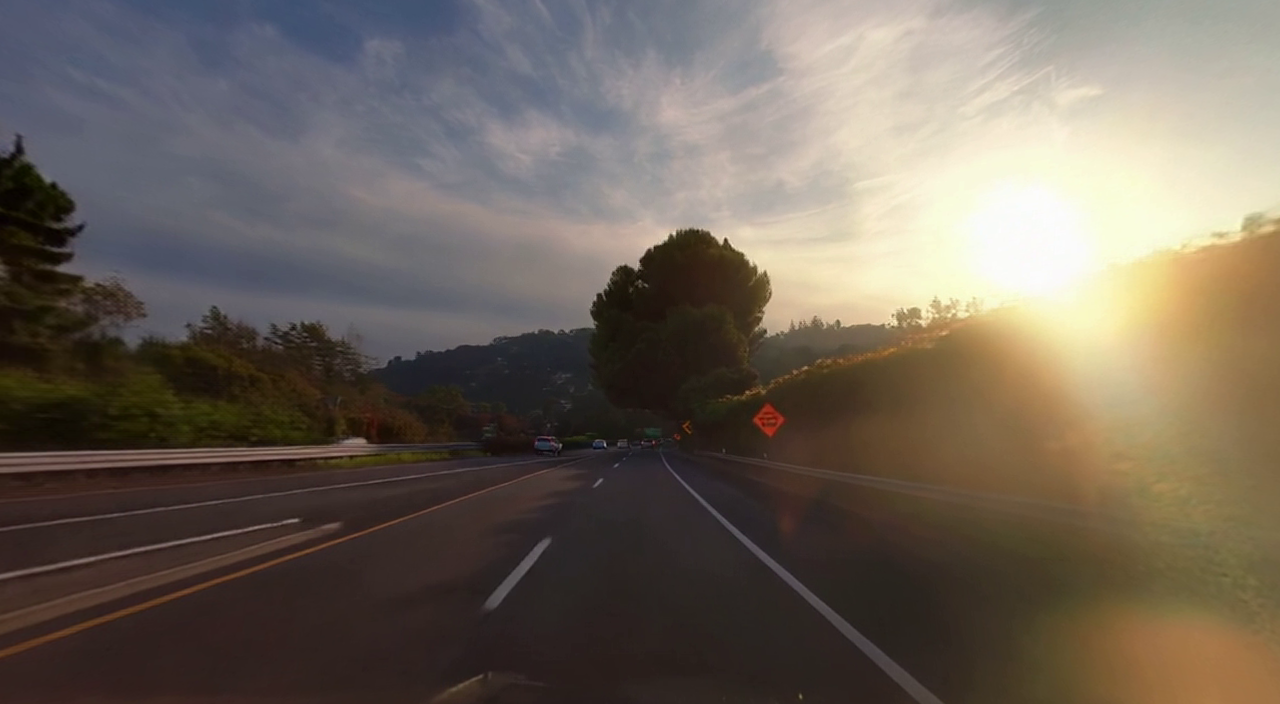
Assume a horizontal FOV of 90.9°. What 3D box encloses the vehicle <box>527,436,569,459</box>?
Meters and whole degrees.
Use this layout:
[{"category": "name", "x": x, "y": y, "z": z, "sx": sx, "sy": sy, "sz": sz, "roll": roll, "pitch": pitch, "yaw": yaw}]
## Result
[{"category": "vehicle", "x": -6.758, "y": 7.037, "z": 46.700, "sx": 2.141, "sy": 1.612, "sz": 3.998, "roll": -1, "pitch": -8, "yaw": 6}]
